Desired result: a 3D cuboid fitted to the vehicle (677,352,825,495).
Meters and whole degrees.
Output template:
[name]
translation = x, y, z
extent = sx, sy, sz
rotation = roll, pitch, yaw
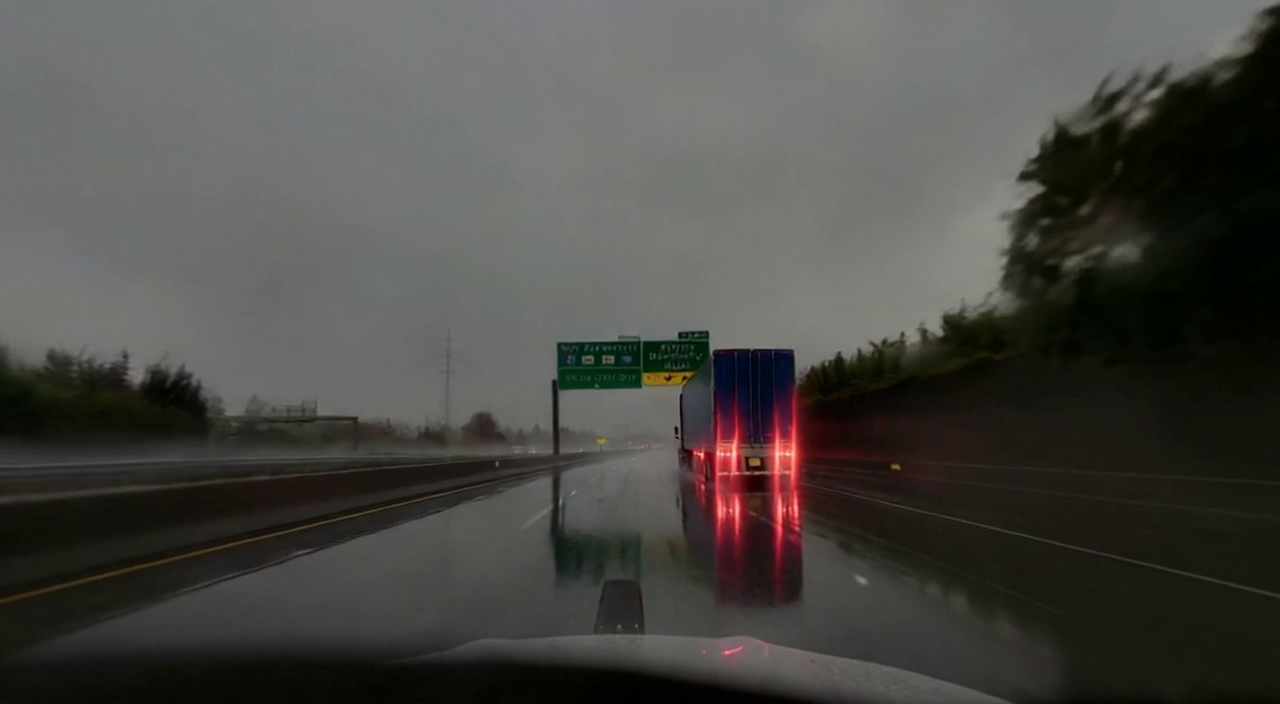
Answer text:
[vehicle]
translation = 3.531, 3.091, 24.926
extent = 3.244, 4.020, 14.561
rotation = 0, -9, 0
